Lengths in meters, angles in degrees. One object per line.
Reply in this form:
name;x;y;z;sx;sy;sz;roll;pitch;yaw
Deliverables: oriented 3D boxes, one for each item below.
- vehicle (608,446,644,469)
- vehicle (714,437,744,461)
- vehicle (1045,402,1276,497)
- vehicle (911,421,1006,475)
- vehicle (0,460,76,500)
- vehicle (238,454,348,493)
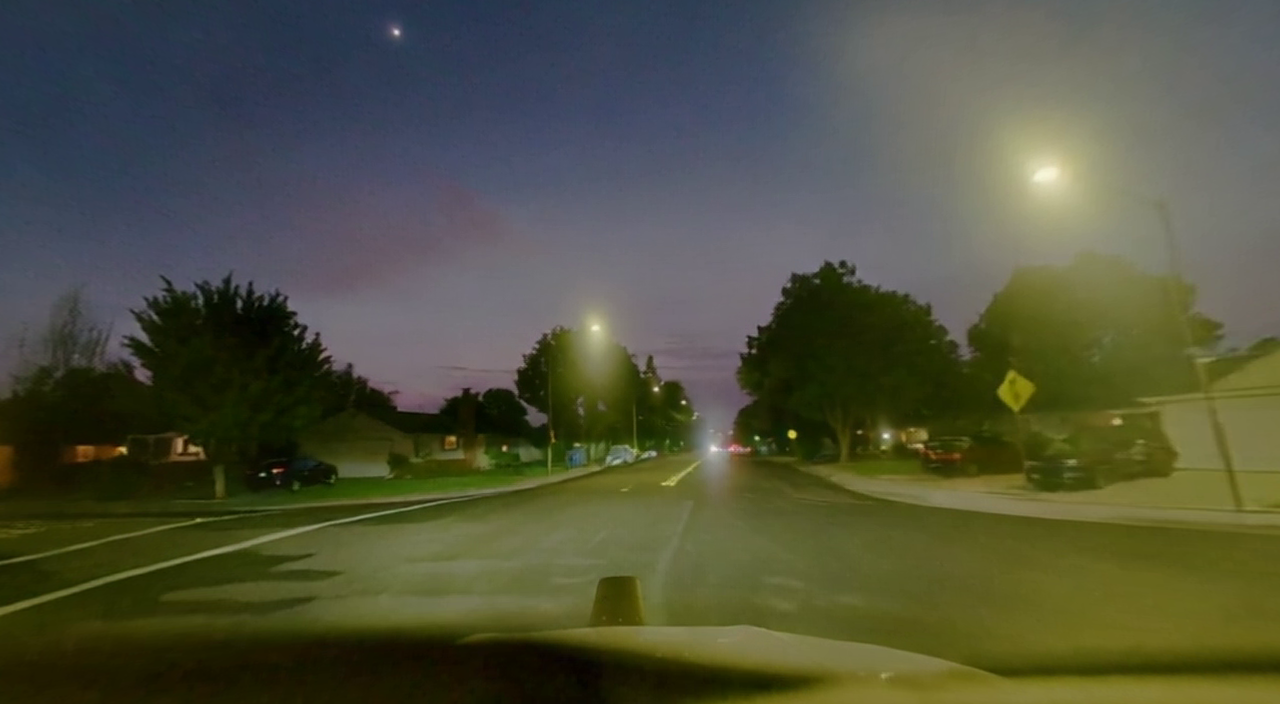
vehicle;-0.985;7.736;46.551;2.075;1.551;4.074;-1;-9;6
vehicle;6.683;7.303;47.523;2.116;1.711;4.155;-1;-9;8
vehicle;12.620;2.451;16.010;2.333;1.933;5.662;-2;-9;16
vehicle;12.056;3.684;24.276;2.130;1.836;4.464;-2;-9;13
vehicle;-28.989;5.841;28.980;1.978;1.666;4.230;-1;-9;8
vehicle;-15.425;5.385;28.399;1.917;1.499;4.569;-1;-9;8
